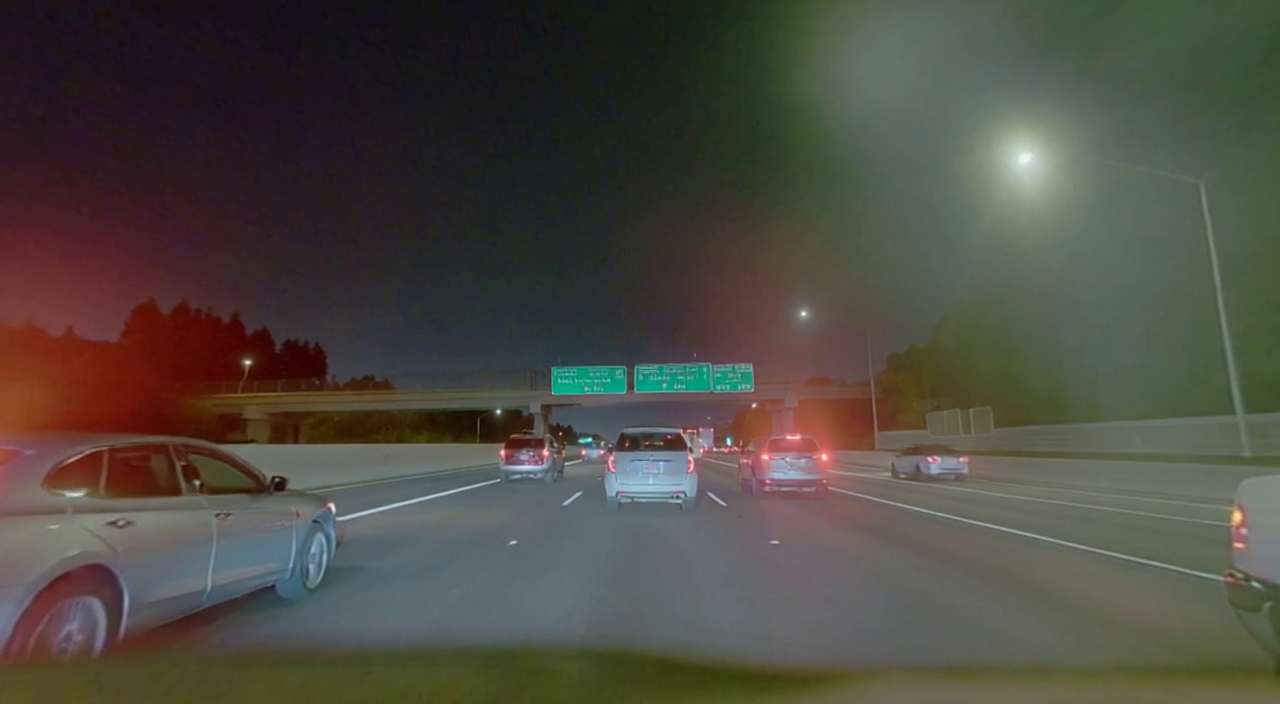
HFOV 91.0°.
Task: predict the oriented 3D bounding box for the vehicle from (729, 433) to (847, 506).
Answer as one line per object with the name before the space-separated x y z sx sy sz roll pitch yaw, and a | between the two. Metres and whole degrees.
vehicle | 3.720 3.034 16.769 2.022 1.633 4.651 0 -9 0

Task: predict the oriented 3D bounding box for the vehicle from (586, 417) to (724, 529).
vehicle | 0.270 2.246 12.206 2.181 1.756 4.167 0 -9 1

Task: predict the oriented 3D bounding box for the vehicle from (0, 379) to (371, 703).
vehicle | -3.640 1.056 3.613 2.014 1.579 4.761 0 -9 1

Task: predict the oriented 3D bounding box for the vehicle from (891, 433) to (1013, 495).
vehicle | 9.994 3.596 20.587 1.977 1.795 4.208 0 -9 3

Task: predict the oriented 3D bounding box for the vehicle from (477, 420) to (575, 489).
vehicle | -3.876 3.658 22.742 2.212 2.101 6.052 0 -9 2

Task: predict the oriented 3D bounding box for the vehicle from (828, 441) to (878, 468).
vehicle | 15.140 7.314 44.996 2.085 1.754 4.466 0 -9 1
